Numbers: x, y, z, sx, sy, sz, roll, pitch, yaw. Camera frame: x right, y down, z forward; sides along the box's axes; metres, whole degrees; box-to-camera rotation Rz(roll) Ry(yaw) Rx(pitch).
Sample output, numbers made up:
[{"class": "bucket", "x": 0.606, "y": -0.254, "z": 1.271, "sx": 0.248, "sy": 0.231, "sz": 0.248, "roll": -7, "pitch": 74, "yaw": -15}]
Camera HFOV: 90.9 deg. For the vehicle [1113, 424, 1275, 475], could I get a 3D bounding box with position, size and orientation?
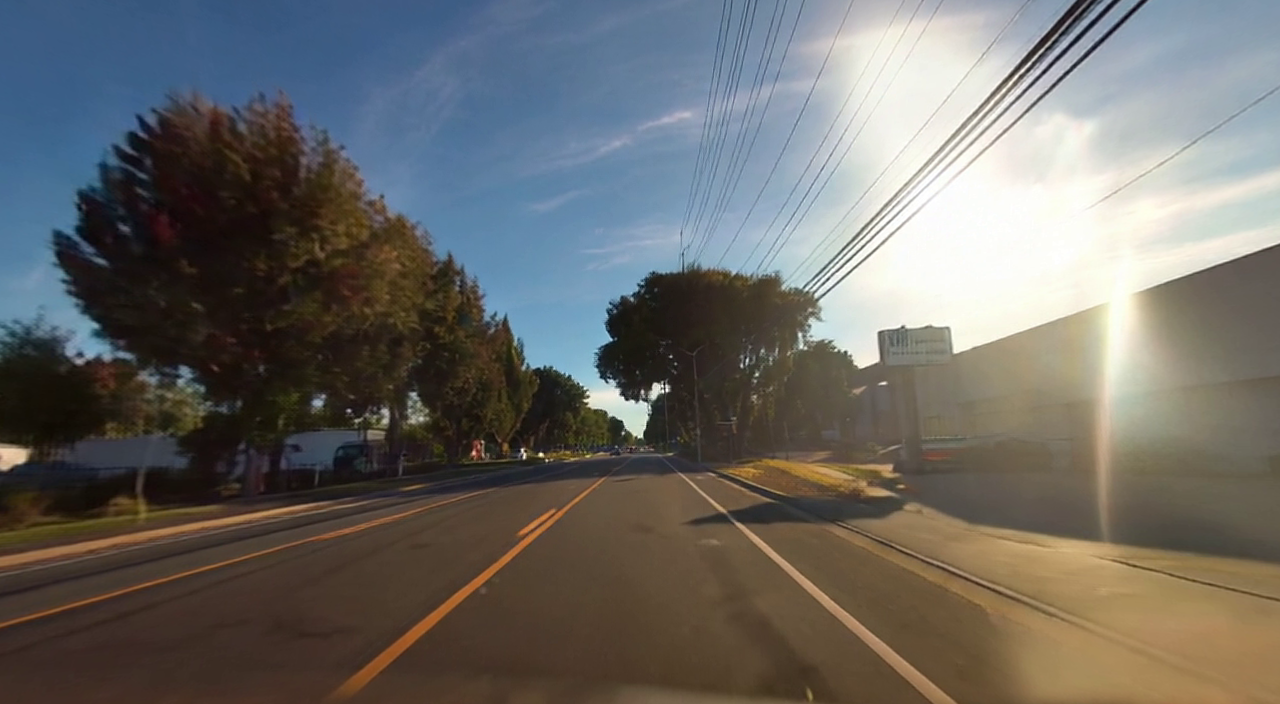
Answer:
[{"class": "vehicle", "x": 18.512, "y": 3.273, "z": 21.349, "sx": 1.875, "sy": 1.440, "sz": 3.925, "roll": -4, "pitch": -8, "yaw": 1}]
